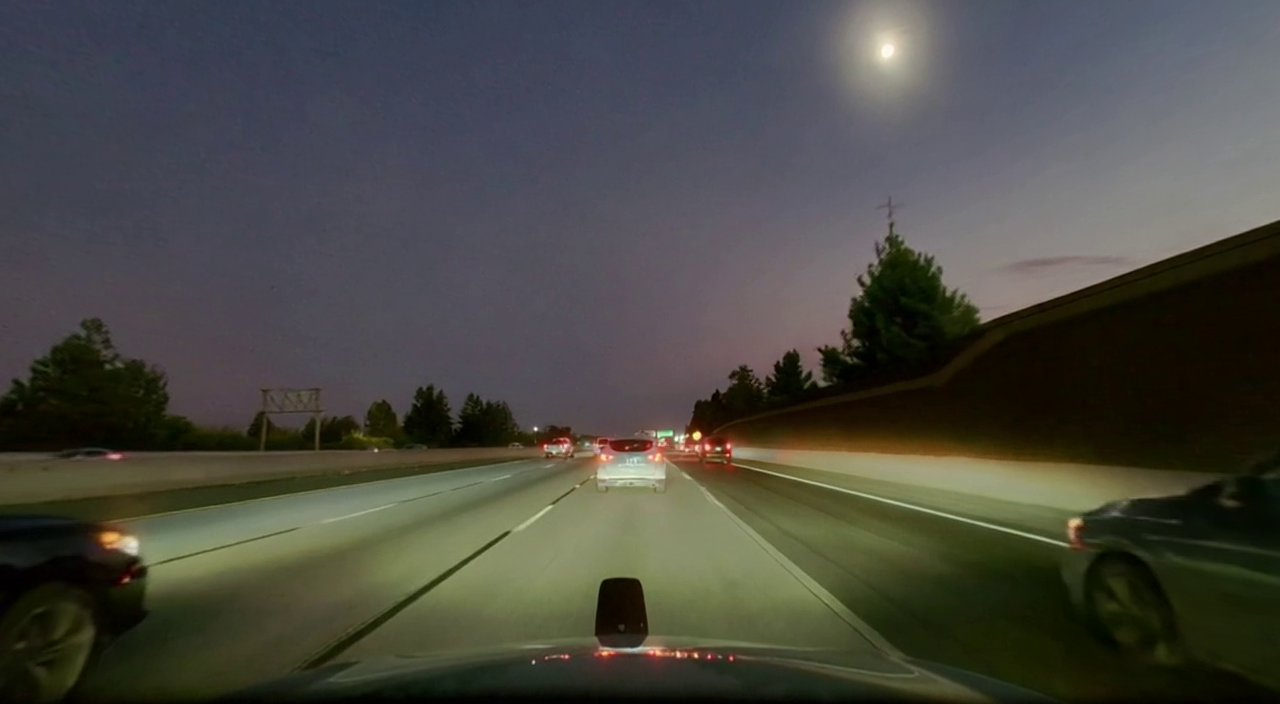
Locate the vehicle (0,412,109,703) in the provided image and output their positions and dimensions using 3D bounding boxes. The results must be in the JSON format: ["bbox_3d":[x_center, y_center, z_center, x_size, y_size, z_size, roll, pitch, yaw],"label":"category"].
[{"bbox_3d":[-3.773,0.747,1.146,1.967,1.442,4.143,0,-9,0],"label":"vehicle"}]

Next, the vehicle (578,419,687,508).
[{"bbox_3d":[-0.141,2.595,15.061,2.233,1.804,4.273,0,-9,0],"label":"vehicle"}]

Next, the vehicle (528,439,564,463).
[{"bbox_3d":[-7.040,7.442,47.625,2.024,1.706,4.249,0,-9,1],"label":"vehicle"}]

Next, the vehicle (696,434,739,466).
[{"bbox_3d":[4.742,6.052,39.129,2.017,1.847,4.299,0,-9,-1],"label":"vehicle"}]
